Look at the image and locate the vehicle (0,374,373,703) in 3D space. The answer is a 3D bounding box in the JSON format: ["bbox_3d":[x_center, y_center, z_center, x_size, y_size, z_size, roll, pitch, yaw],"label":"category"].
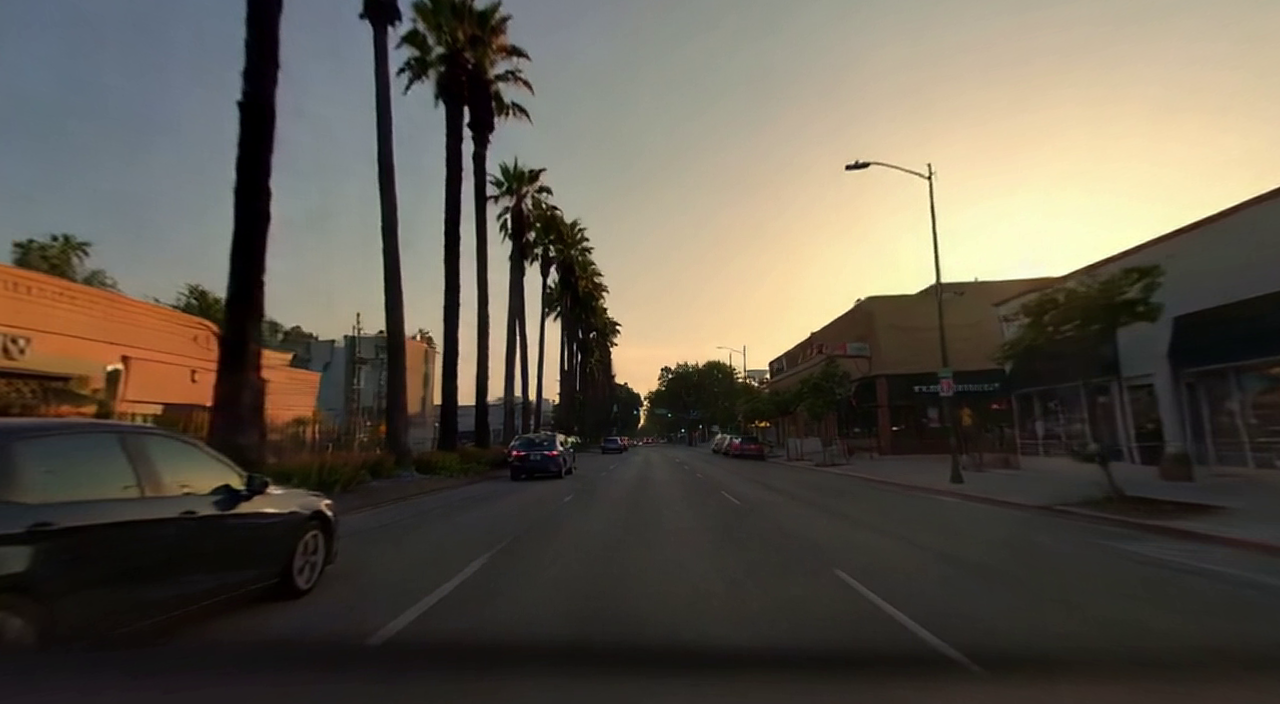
[{"bbox_3d":[-3.538,1.014,3.578,2.032,1.511,4.424,0,-9,1],"label":"vehicle"}]

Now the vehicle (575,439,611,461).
[{"bbox_3d":[-3.204,6.807,43.855,2.044,1.462,4.624,0,-9,1],"label":"vehicle"}]

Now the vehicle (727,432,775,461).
[{"bbox_3d":[7.761,6.701,44.660,2.256,1.936,5.838,0,-9,0],"label":"vehicle"}]

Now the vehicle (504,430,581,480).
[{"bbox_3d":[-3.382,3.680,22.690,2.024,1.636,4.121,0,-9,1],"label":"vehicle"}]
